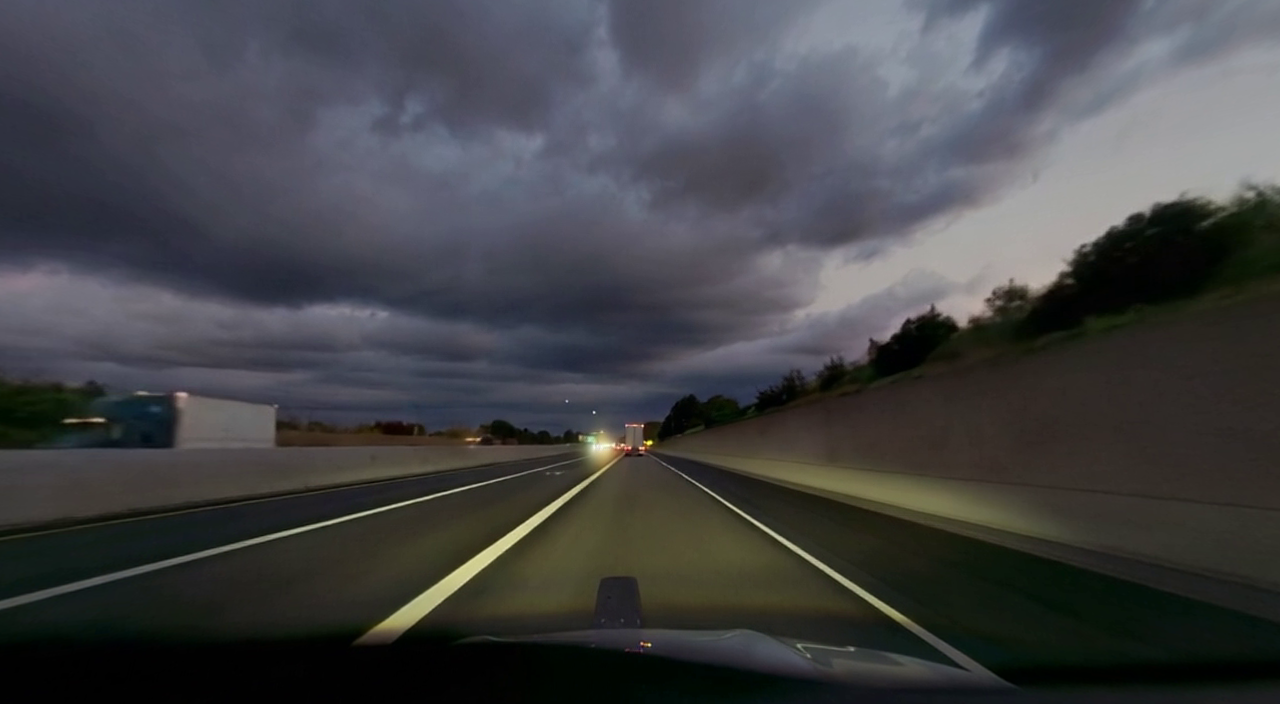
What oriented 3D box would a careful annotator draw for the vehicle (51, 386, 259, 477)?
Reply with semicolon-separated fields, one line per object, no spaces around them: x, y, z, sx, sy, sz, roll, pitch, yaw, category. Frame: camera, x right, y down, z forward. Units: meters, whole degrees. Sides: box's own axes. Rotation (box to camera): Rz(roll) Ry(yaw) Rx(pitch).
-23.023;4.004;30.911;2.935;3.764;8.983;0;-9;0;vehicle
